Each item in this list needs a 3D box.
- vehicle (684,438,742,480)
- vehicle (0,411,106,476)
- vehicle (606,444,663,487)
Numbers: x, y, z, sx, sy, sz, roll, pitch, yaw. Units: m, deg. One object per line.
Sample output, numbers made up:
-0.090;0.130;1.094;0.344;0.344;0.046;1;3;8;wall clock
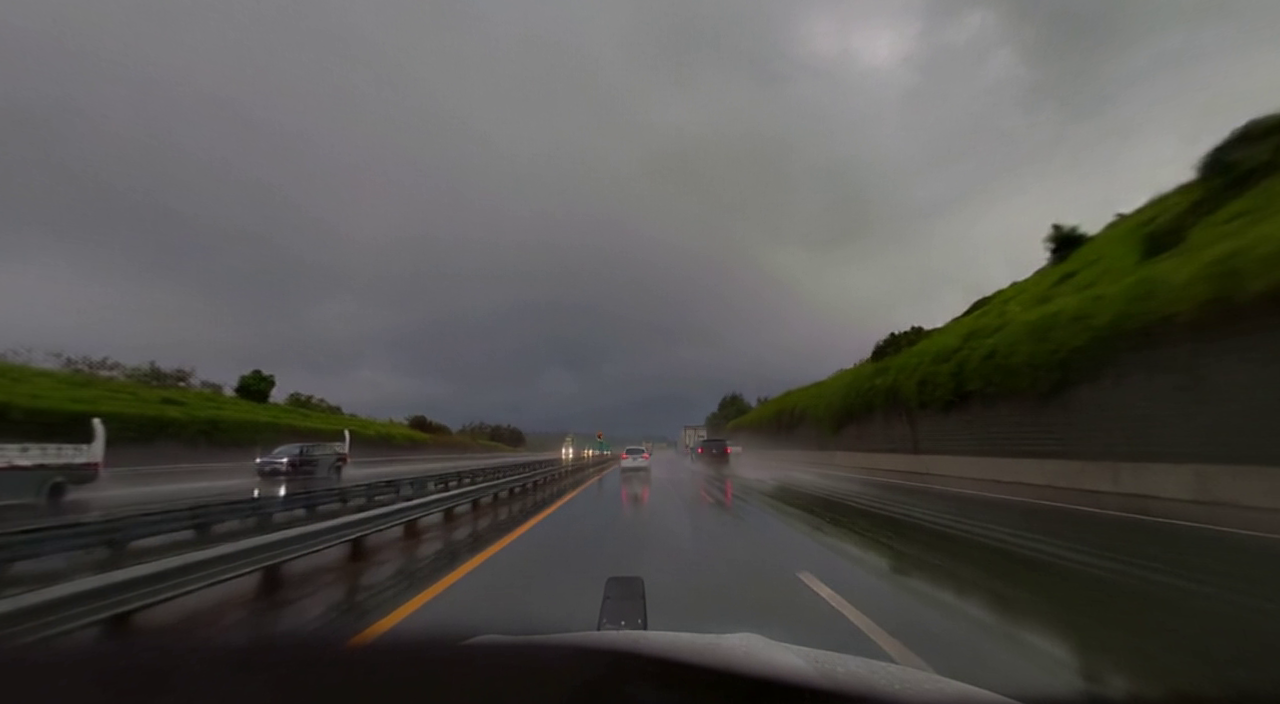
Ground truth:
3.181;4.791;28.294;2.048;1.704;4.284;0;-9;-1;vehicle
-35.912;4.691;32.465;2.892;3.450;16.147;0;-9;-1;vehicle
-0.203;4.184;23.478;1.970;1.441;3.846;0;-9;0;vehicle
